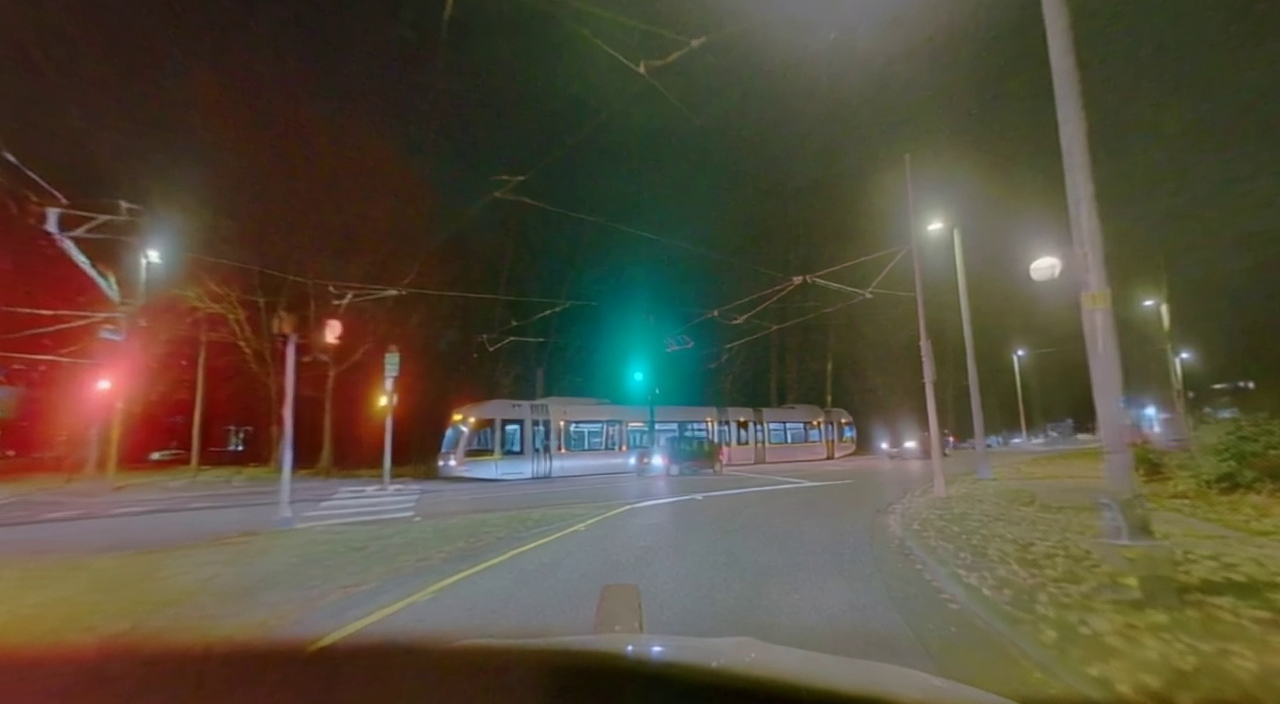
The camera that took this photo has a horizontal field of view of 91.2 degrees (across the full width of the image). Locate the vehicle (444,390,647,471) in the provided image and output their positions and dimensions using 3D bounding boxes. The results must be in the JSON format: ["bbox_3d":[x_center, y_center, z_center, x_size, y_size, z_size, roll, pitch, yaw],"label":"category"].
[{"bbox_3d":[-4.667,4.242,33.121,10.391,3.725,2.904,6,-11,-36],"label":"vehicle"}]

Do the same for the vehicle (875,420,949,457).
[{"bbox_3d":[16.213,5.163,37.274,4.386,2.070,2.092,7,-11,-38],"label":"vehicle"}]

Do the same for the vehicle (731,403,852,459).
[{"bbox_3d":[11.117,5.623,45.261,10.068,3.618,2.878,4,-10,-40],"label":"vehicle"}]

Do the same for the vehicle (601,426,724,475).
[{"bbox_3d":[0.967,3.896,24.984,4.687,1.760,2.028,7,-11,-38],"label":"vehicle"}]
